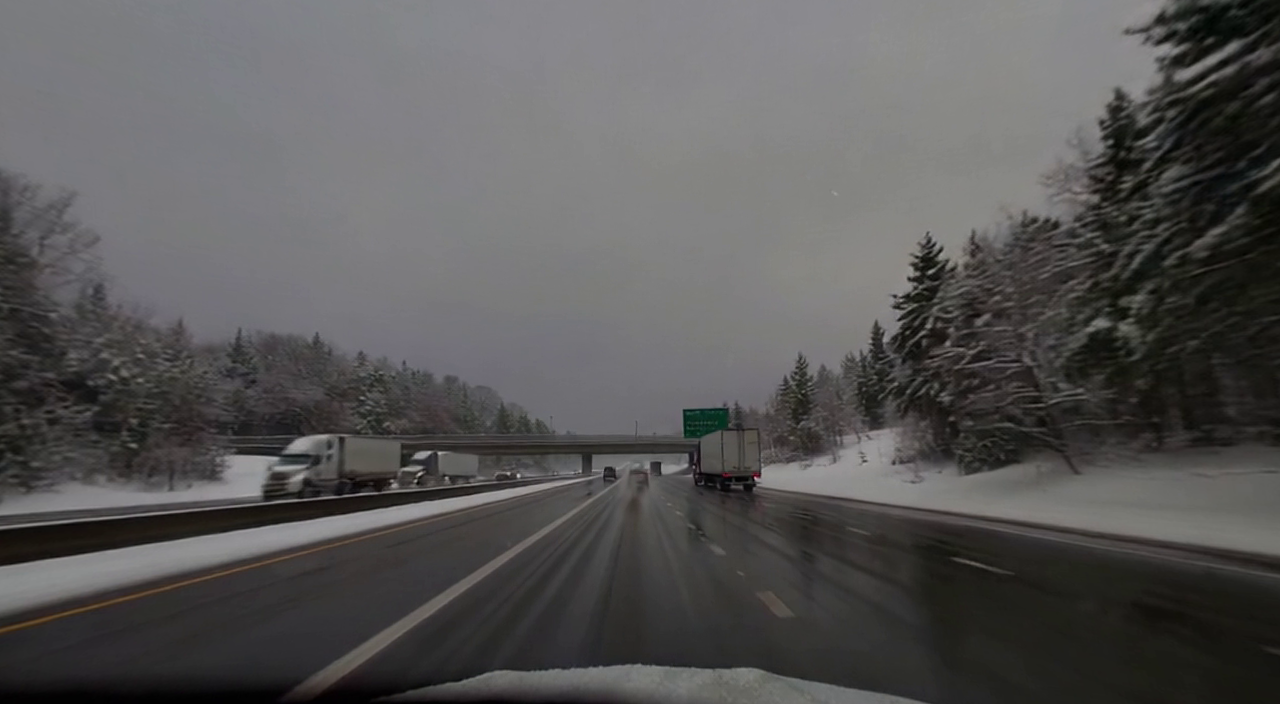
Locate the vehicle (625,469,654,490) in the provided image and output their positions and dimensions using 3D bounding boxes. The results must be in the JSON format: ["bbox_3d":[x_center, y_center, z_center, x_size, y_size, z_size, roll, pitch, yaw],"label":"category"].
[{"bbox_3d":[-0.056,9.279,46.037,2.029,1.459,3.684,1,-10,0],"label":"vehicle"}]

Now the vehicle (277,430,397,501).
[{"bbox_3d":[-15.217,5.851,32.380,2.627,3.182,7.238,1,-11,-2],"label":"vehicle"}]
